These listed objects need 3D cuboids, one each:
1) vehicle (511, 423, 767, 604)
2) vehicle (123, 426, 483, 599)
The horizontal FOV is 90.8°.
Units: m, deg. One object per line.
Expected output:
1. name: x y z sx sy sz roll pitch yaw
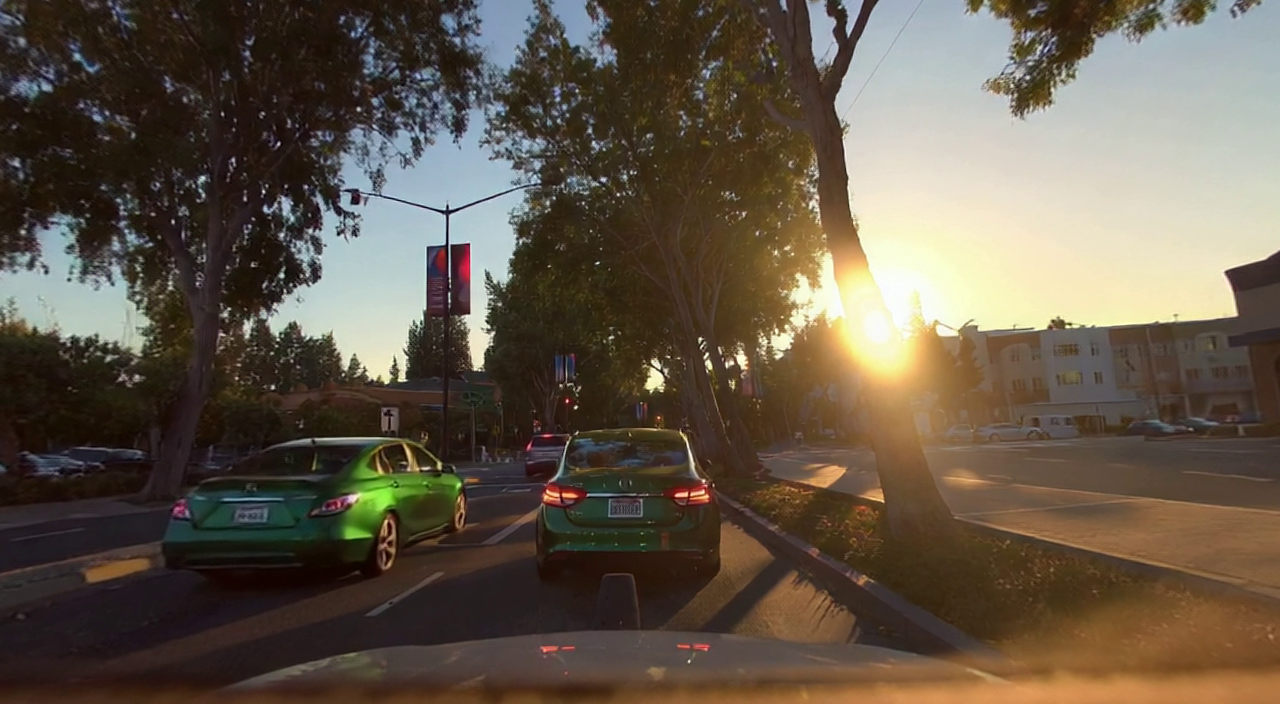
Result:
1. vehicle: -0.067 1.638 7.309 2.126 1.475 3.967 0 -8 -2
2. vehicle: -3.506 1.734 7.801 1.961 1.487 4.453 0 -8 0
